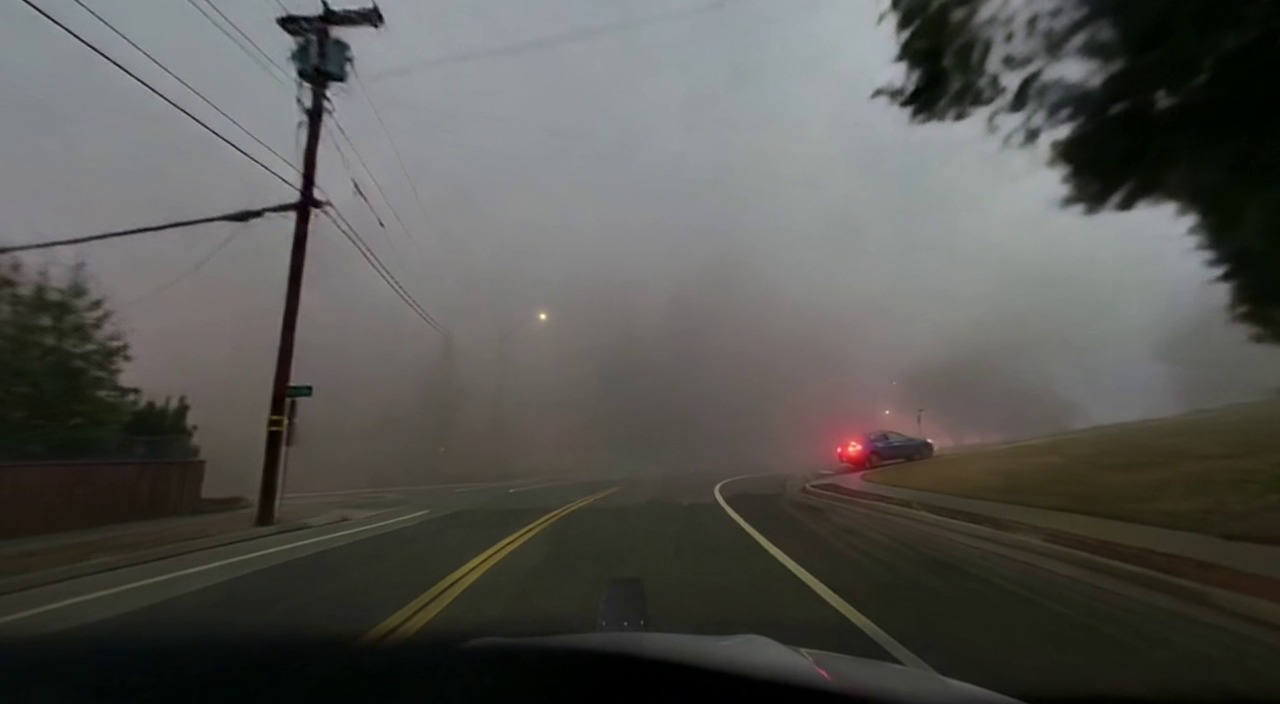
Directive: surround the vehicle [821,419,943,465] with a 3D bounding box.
[{"bbox_3d":[11.065,4.128,28.894,4.810,1.732,2.176,0,-10,-21],"label":"vehicle"}]
